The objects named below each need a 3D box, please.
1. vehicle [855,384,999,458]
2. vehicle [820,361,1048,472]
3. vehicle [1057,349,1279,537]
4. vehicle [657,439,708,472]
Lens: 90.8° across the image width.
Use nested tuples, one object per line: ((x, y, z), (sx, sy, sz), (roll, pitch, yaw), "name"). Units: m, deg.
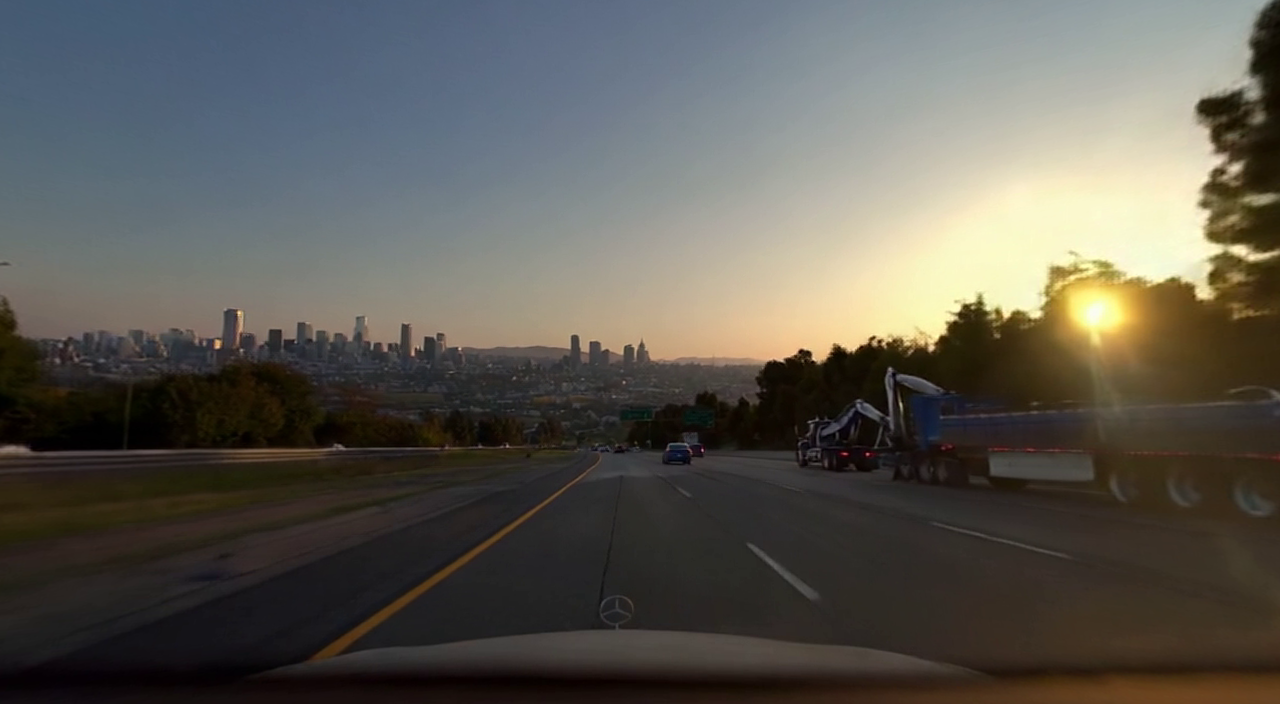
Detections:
((13.558, 3.473, 30.637), (3.476, 3.195, 6.407), (1, -8, -5), "vehicle")
((13.652, 3.614, 32.181), (3.968, 4.321, 14.566), (1, -8, -3), "vehicle")
((10.592, 1.473, 10.217), (2.873, 2.663, 6.922), (0, -8, 0), "vehicle")
((2.298, 5.753, 35.427), (2.305, 1.729, 4.526), (0, -8, -3), "vehicle")
